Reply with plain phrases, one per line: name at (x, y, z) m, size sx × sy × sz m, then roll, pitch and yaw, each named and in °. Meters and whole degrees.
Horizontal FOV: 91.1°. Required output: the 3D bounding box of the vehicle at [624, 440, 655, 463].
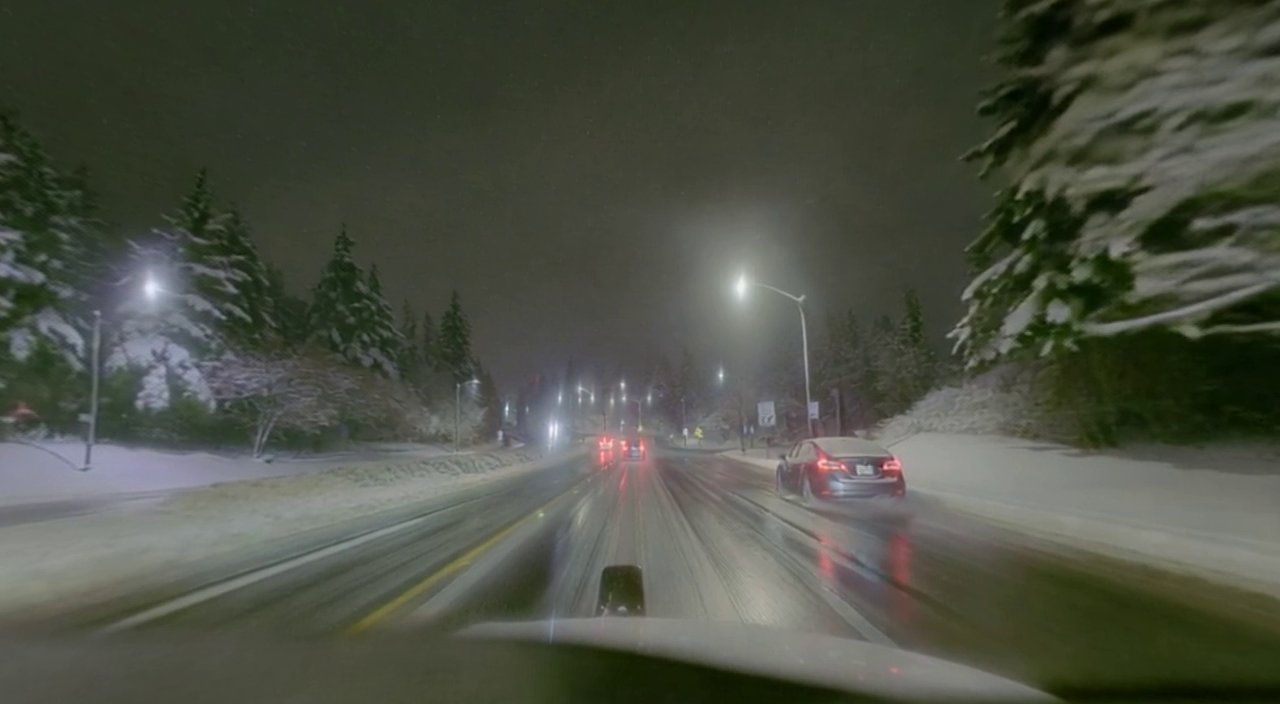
vehicle at (0.021, 7.191, 45.391) m, size 2.095 × 1.548 × 4.264 m, roll 0°, pitch -8°, yaw 2°

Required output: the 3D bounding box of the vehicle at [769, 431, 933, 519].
vehicle at (4.135, 2.470, 13.174) m, size 1.913 × 1.516 × 4.322 m, roll 0°, pitch -8°, yaw 0°
